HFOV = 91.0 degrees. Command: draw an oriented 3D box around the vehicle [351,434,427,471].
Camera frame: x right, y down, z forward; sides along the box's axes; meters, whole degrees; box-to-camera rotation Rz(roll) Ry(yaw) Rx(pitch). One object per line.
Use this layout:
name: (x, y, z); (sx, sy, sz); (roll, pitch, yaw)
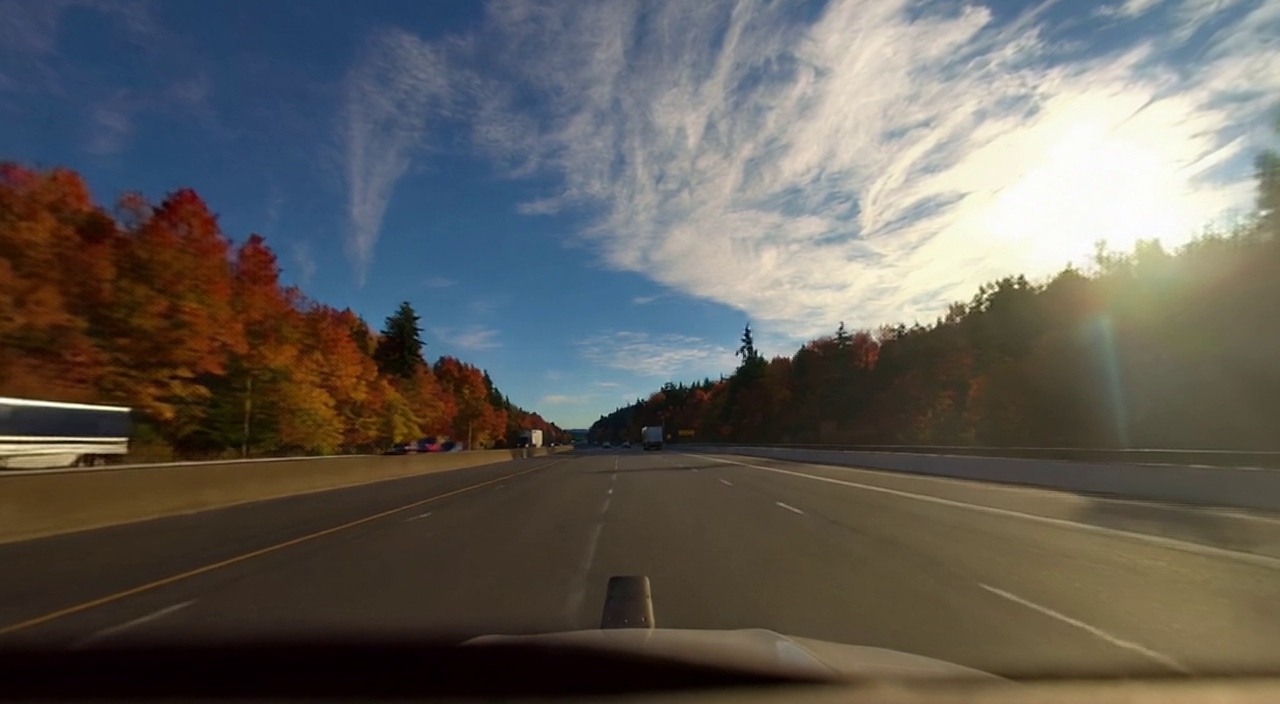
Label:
vehicle: (-19.675, 7.925, 49.954); (2.774, 2.605, 8.096); (0, -8, -1)

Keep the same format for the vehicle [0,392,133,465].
vehicle: (-36.229, 4.406, 35.572); (2.871, 3.899, 16.049); (-1, -9, -4)
